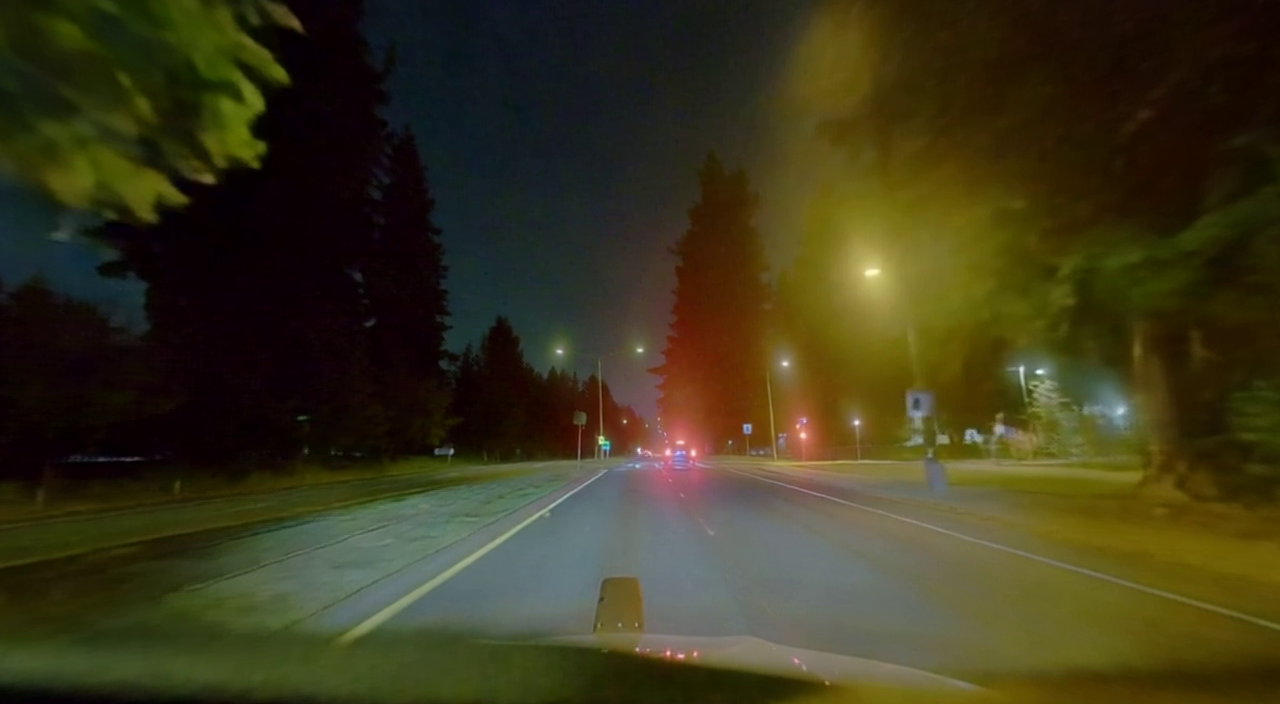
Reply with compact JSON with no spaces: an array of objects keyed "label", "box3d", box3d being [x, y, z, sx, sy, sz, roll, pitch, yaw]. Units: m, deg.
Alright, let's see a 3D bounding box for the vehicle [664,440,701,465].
[{"label":"vehicle","box3d":[2.725,6.545,41.145,2.044,1.537,4.528,0,-8,-1]}]
